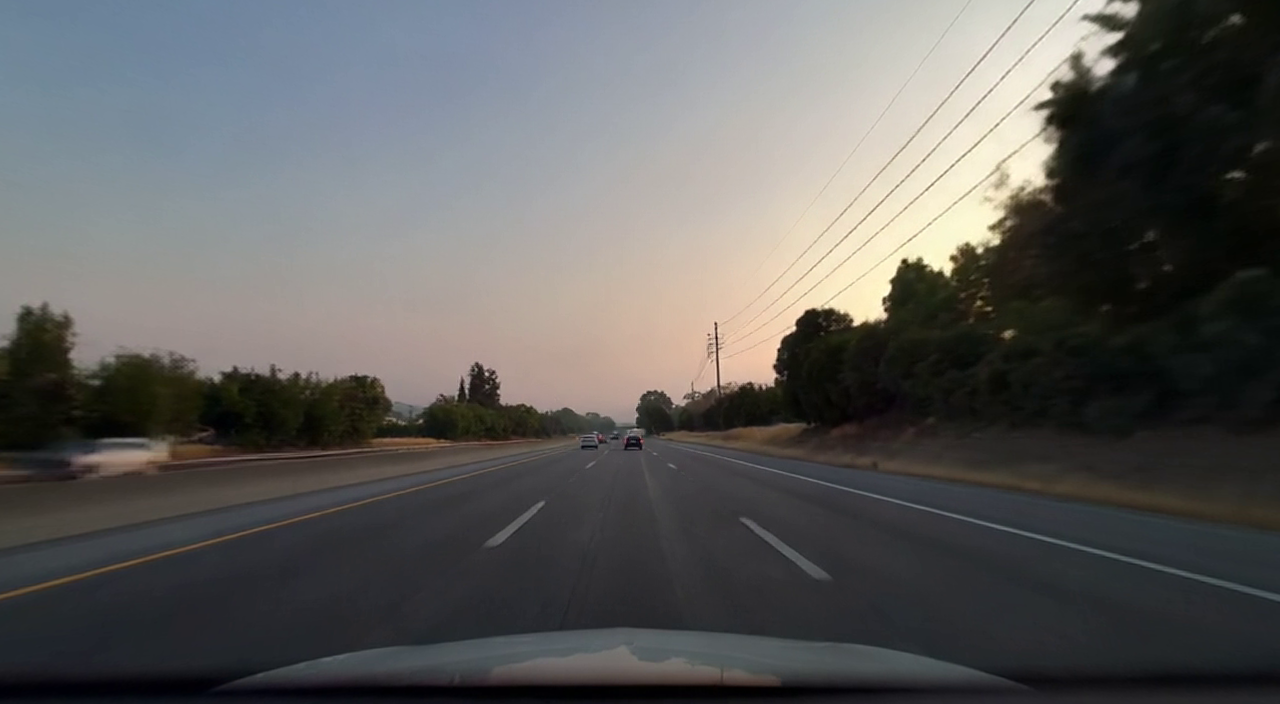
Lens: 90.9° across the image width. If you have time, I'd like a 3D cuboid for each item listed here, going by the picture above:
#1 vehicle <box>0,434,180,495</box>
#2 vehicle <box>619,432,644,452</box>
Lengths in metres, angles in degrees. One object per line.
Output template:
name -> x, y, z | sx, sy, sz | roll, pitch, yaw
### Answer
vehicle -> -17.364, 3.459, 20.050 | 1.963, 1.688, 4.677 | 0, -8, -1
vehicle -> -0.662, 7.109, 49.753 | 1.890, 1.472, 3.716 | 0, -8, -1
